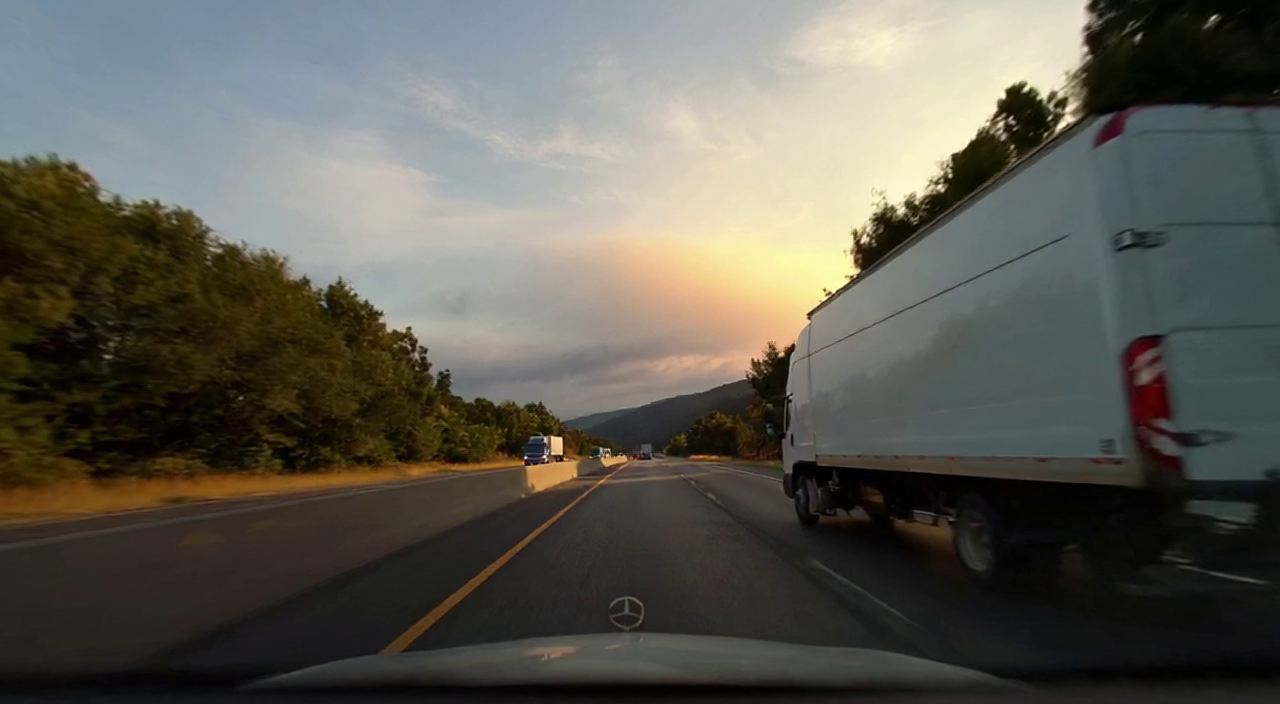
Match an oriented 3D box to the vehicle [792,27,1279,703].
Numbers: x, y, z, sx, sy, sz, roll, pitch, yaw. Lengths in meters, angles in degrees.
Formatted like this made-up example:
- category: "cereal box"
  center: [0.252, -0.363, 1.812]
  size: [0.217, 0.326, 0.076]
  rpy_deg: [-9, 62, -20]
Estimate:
- category: "vehicle"
  center: [4.104, 0.661, 6.632]
  size: [2.920, 3.288, 7.793]
  rpy_deg: [0, -9, -1]
